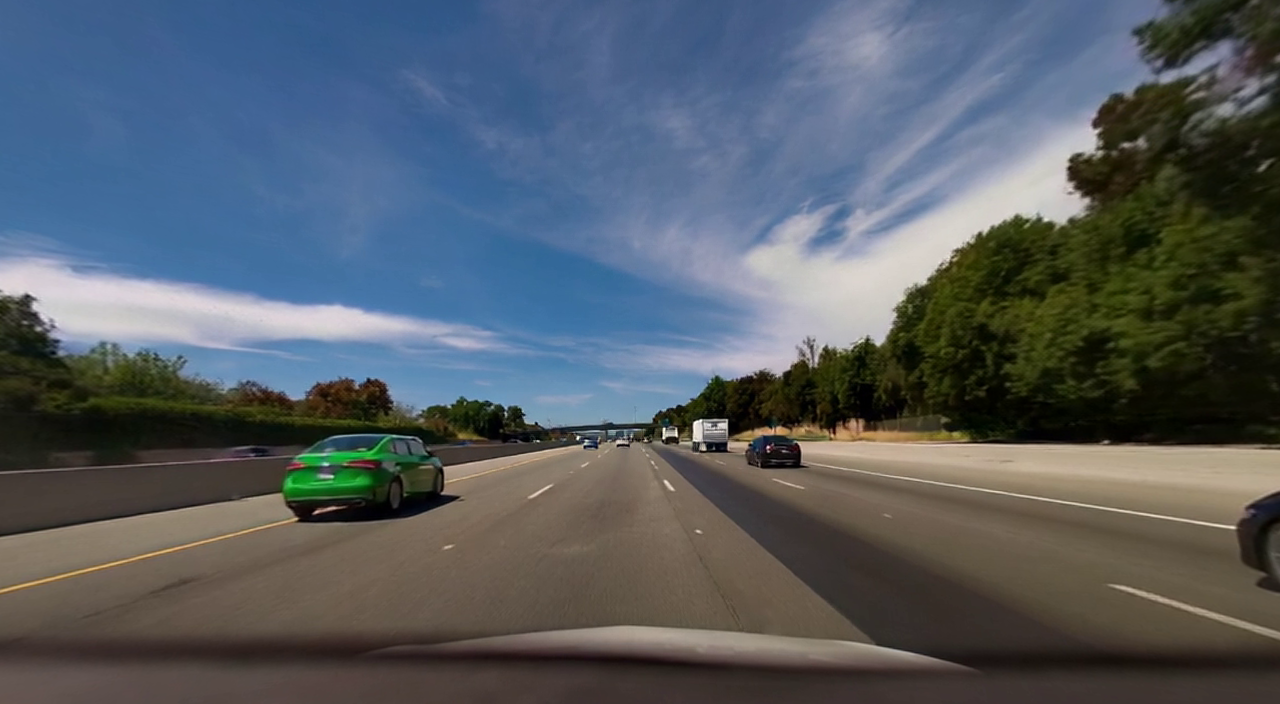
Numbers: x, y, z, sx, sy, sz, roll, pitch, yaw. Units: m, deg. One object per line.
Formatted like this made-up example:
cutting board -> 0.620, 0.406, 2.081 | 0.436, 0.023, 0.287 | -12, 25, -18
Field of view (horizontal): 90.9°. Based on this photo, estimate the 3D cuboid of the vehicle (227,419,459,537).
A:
vehicle -> -4.536, 1.954, 10.420 | 1.966, 1.570, 3.859 | 0, -8, -1

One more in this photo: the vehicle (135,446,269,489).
vehicle -> -16.879, 4.447, 24.637 | 1.970, 1.434, 4.624 | 0, -8, -1

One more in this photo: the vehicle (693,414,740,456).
vehicle -> 5.480, 6.062, 45.989 | 2.588, 2.910, 5.511 | 0, -8, -2

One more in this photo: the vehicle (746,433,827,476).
vehicle -> 5.237, 3.691, 23.062 | 1.920, 1.436, 3.890 | 0, -8, -2
